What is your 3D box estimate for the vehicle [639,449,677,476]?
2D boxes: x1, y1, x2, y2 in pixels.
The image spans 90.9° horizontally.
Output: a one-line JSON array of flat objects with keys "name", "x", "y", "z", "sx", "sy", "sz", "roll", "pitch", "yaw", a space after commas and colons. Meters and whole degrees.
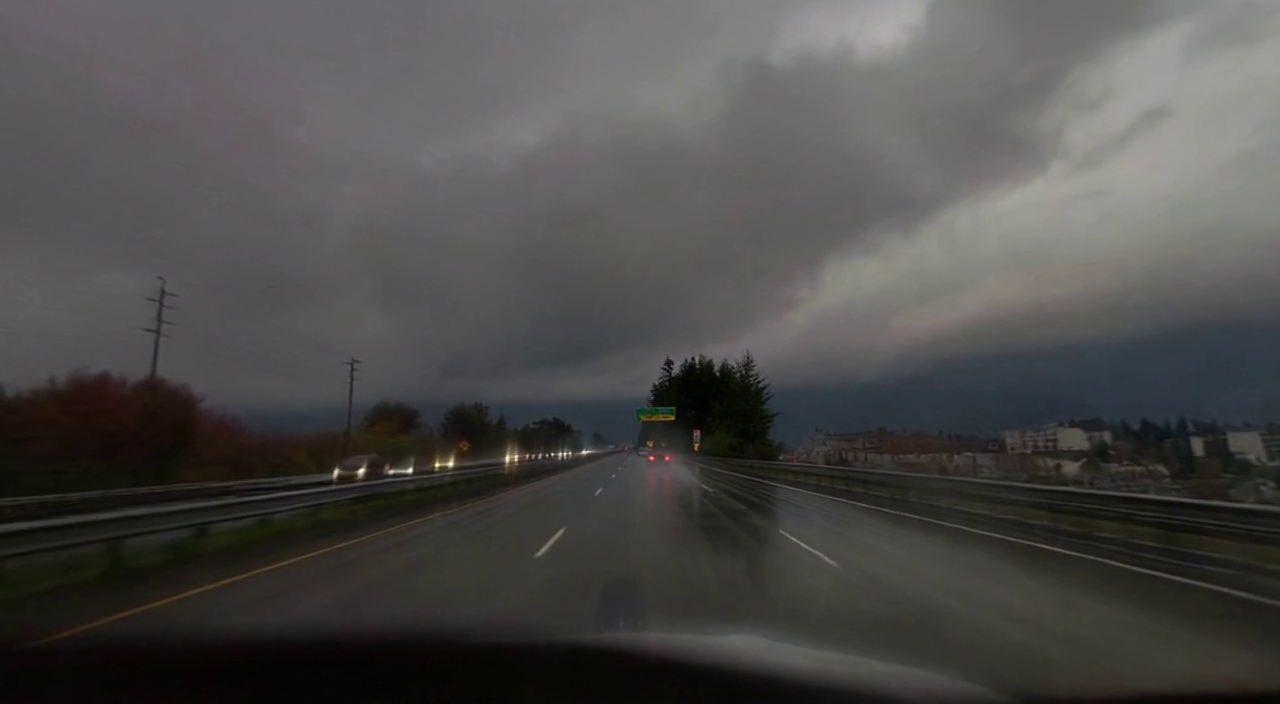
[{"name": "vehicle", "x": 0.985, "y": 6.396, "z": 36.643, "sx": 2.036, "sy": 1.457, "sz": 3.471, "roll": 0, "pitch": -9, "yaw": -1}]
